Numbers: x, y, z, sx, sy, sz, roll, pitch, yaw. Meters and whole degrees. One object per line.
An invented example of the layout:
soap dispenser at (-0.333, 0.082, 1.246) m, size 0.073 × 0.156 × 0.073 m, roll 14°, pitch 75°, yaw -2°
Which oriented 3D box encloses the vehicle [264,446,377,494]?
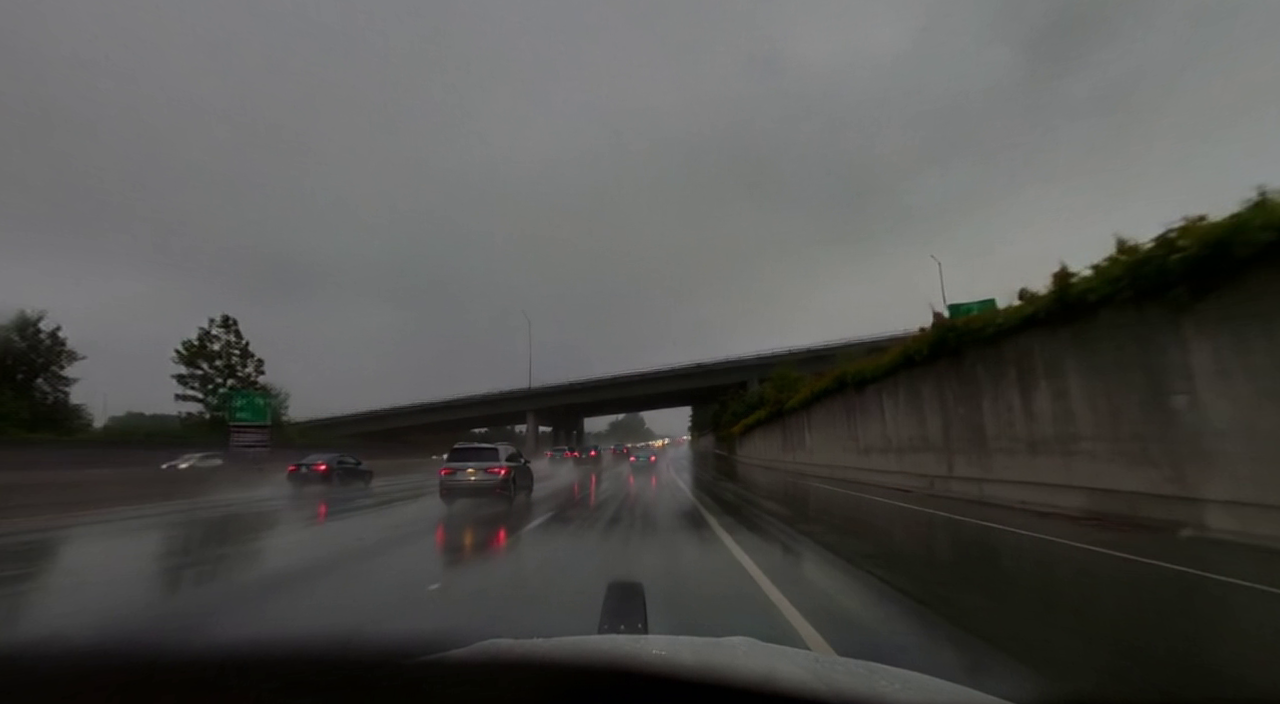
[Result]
vehicle at (-11.996, 4.414, 23.950) m, size 1.954 × 1.640 × 4.339 m, roll 0°, pitch -8°, yaw 1°

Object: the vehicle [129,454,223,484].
vehicle at (-32.527, 8.182, 44.307) m, size 2.189 × 1.871 × 5.706 m, roll 0°, pitch -8°, yaw 1°

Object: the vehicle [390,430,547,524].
vehicle at (-3.586, 2.698, 14.168) m, size 2.161 × 1.759 × 4.482 m, roll 0°, pitch -8°, yaw 1°

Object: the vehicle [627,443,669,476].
vehicle at (0.422, 5.757, 33.894) m, size 2.160 × 1.678 × 4.178 m, roll 0°, pitch -8°, yaw 0°

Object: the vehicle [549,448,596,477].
vehicle at (-3.680, 6.079, 34.812) m, size 1.997 × 1.490 × 4.471 m, roll 0°, pitch -8°, yaw 2°
